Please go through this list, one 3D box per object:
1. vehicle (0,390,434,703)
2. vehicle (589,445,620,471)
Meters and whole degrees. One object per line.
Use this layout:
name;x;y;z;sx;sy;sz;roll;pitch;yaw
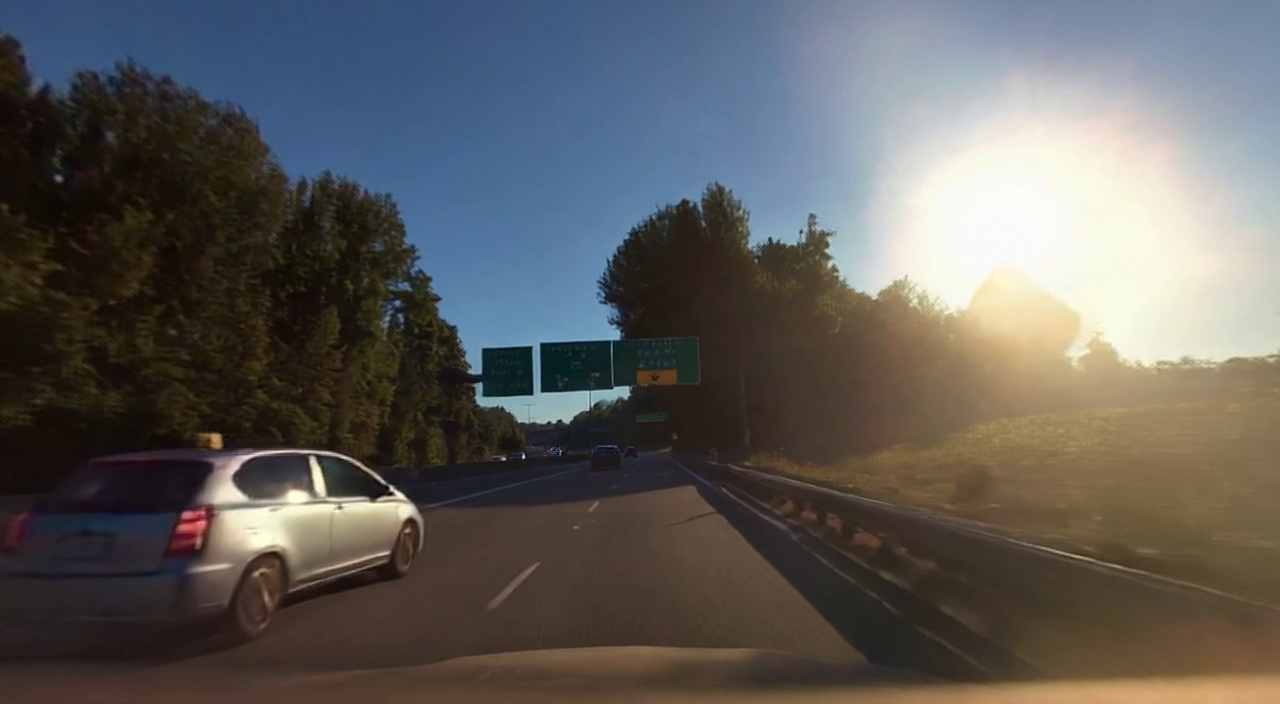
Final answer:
vehicle;-3.059;1.232;4.576;1.846;1.566;3.525;-1;-9;1
vehicle;-2.172;6.618;39.458;1.675;1.537;3.574;-1;-9;1
